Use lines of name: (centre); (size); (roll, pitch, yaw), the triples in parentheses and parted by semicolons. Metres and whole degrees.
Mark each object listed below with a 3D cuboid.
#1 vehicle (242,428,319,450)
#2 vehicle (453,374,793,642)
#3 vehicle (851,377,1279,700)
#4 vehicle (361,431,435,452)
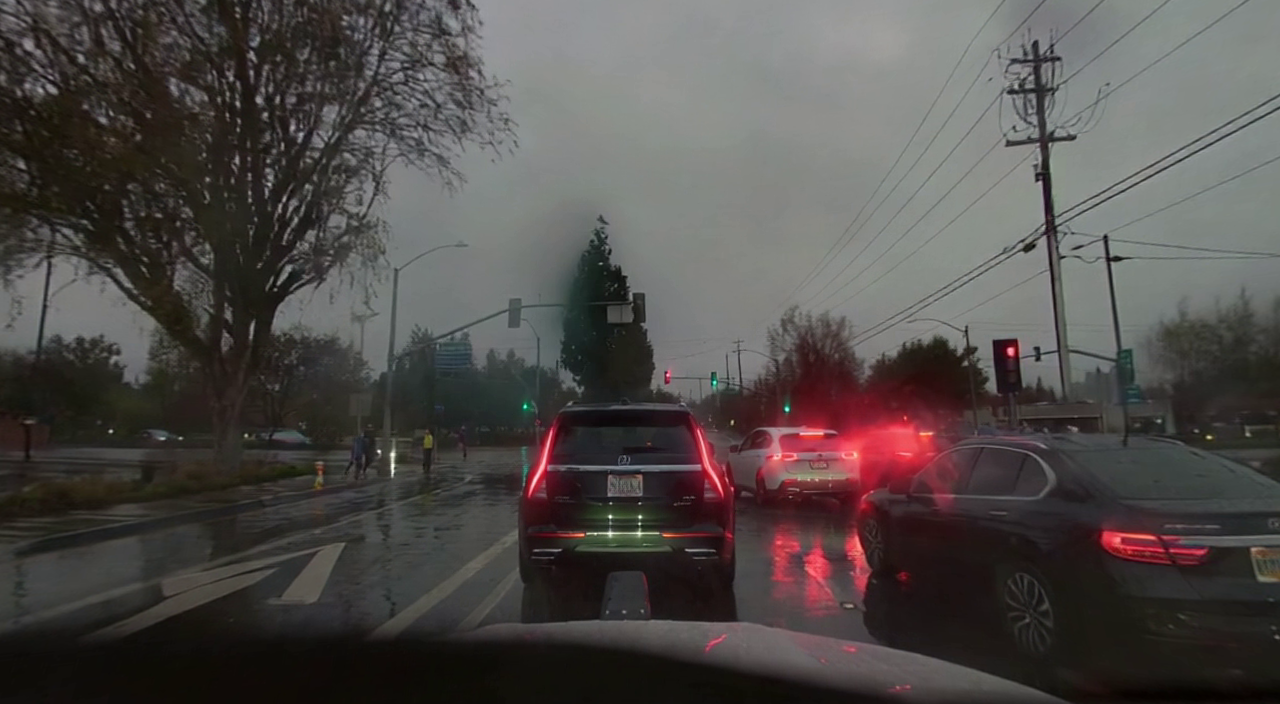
vehicle: (-26.846, 6.534, 47.223); (4.587, 1.639, 1.878); (0, -8, 1)
vehicle: (-0.164, 1.366, 6.542); (2.271, 1.786, 4.443); (0, -8, -1)
vehicle: (3.560, 1.289, 5.564); (1.948, 1.677, 4.437); (0, -8, 1)
vehicle: (-17.744, 6.559, 46.371); (4.607, 1.478, 1.995); (0, -8, 0)
